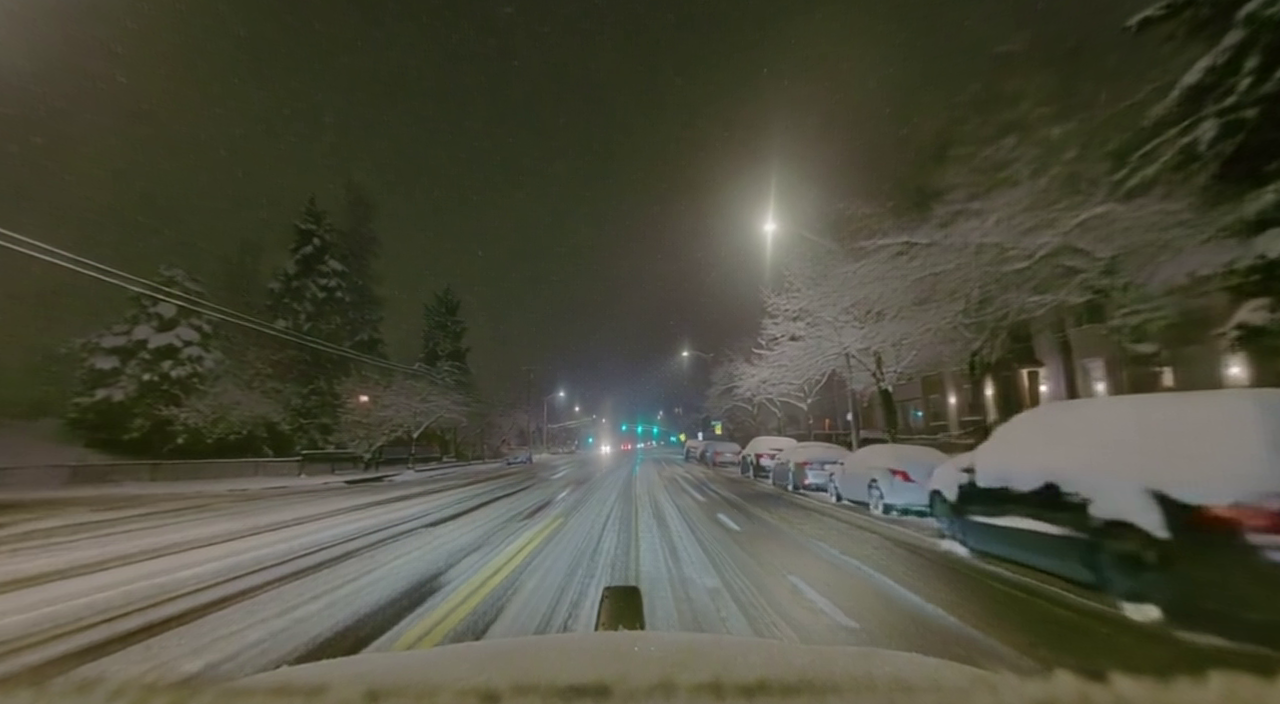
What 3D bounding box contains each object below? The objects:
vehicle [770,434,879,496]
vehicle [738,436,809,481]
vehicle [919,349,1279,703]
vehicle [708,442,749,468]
[{"bbox_3d":[5.453,3.423,19.289,1.974,1.548,4.160,-3,-10,0],"label":"vehicle"},{"bbox_3d":[5.385,4.336,26.047,1.990,1.694,4.179,0,-9,-1],"label":"vehicle"},{"bbox_3d":[4.210,1.108,4.648,2.272,1.744,4.324,0,-9,-1],"label":"vehicle"},{"bbox_3d":[5.346,6.274,38.594,1.837,1.532,3.886,0,-9,-2],"label":"vehicle"}]
